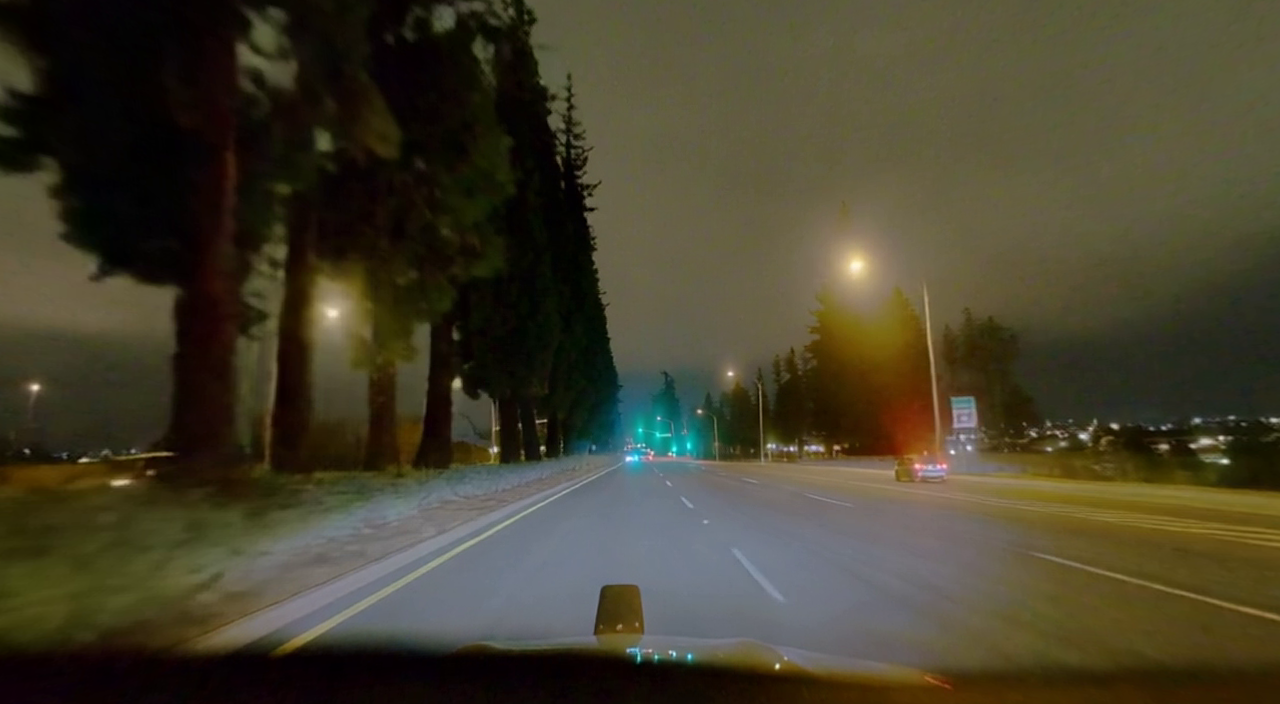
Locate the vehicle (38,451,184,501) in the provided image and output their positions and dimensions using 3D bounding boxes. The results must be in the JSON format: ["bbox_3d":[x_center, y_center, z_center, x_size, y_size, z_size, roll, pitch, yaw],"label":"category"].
[{"bbox_3d":[-19.380,4.505,23.431,1.896,1.623,4.124,0,-9,-2],"label":"vehicle"}]
